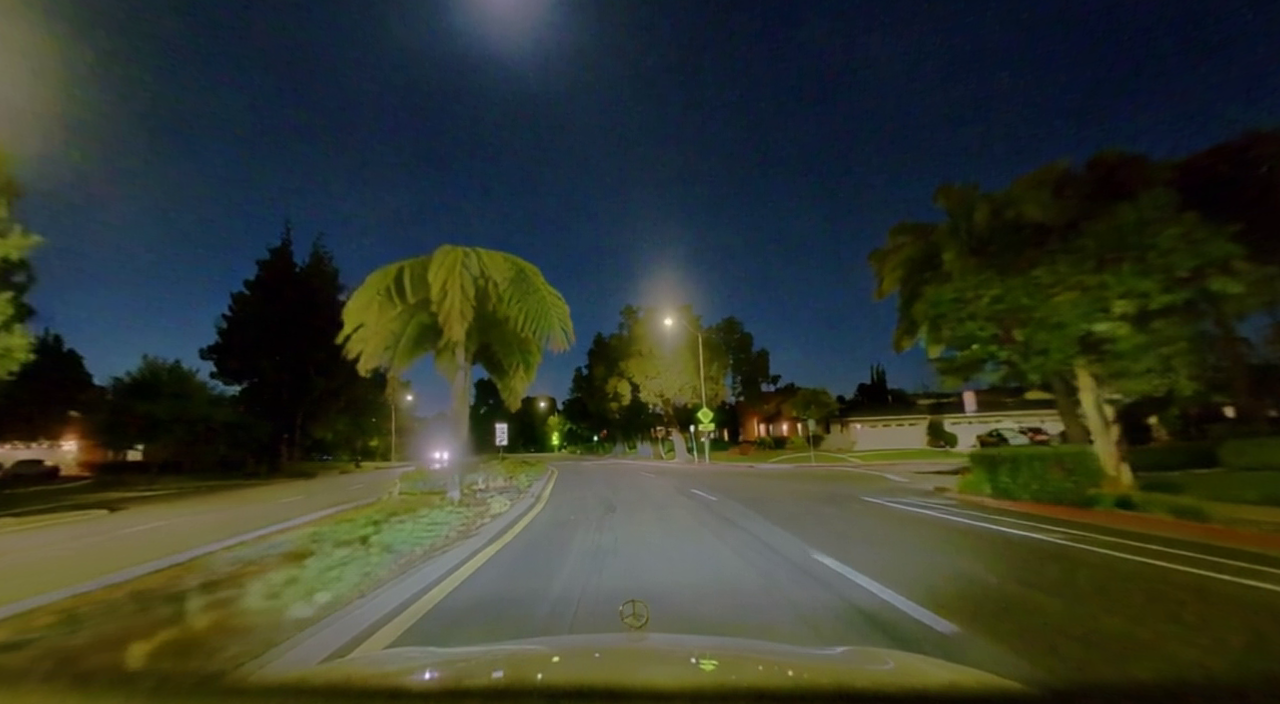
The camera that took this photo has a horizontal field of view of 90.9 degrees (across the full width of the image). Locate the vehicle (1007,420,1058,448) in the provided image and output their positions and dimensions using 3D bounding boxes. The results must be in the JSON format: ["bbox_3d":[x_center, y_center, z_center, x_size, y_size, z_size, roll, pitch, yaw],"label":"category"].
[{"bbox_3d":[25.919,5.407,41.790,1.994,1.714,4.222,-2,-7,20],"label":"vehicle"}]

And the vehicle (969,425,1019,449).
[{"bbox_3d":[23.723,5.697,42.413,1.702,1.536,3.896,-1,-8,11],"label":"vehicle"}]

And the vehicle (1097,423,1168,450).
[{"bbox_3d":[32.402,5.618,41.609,1.854,1.512,4.082,-6,-10,9],"label":"vehicle"}]

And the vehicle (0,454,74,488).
[{"bbox_3d":[-38.815,7.491,40.049,2.227,1.905,5.954,3,-9,-23],"label":"vehicle"}]

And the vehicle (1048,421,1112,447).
[{"bbox_3d":[29.636,5.568,42.571,1.798,1.621,3.735,-1,-9,4],"label":"vehicle"}]
